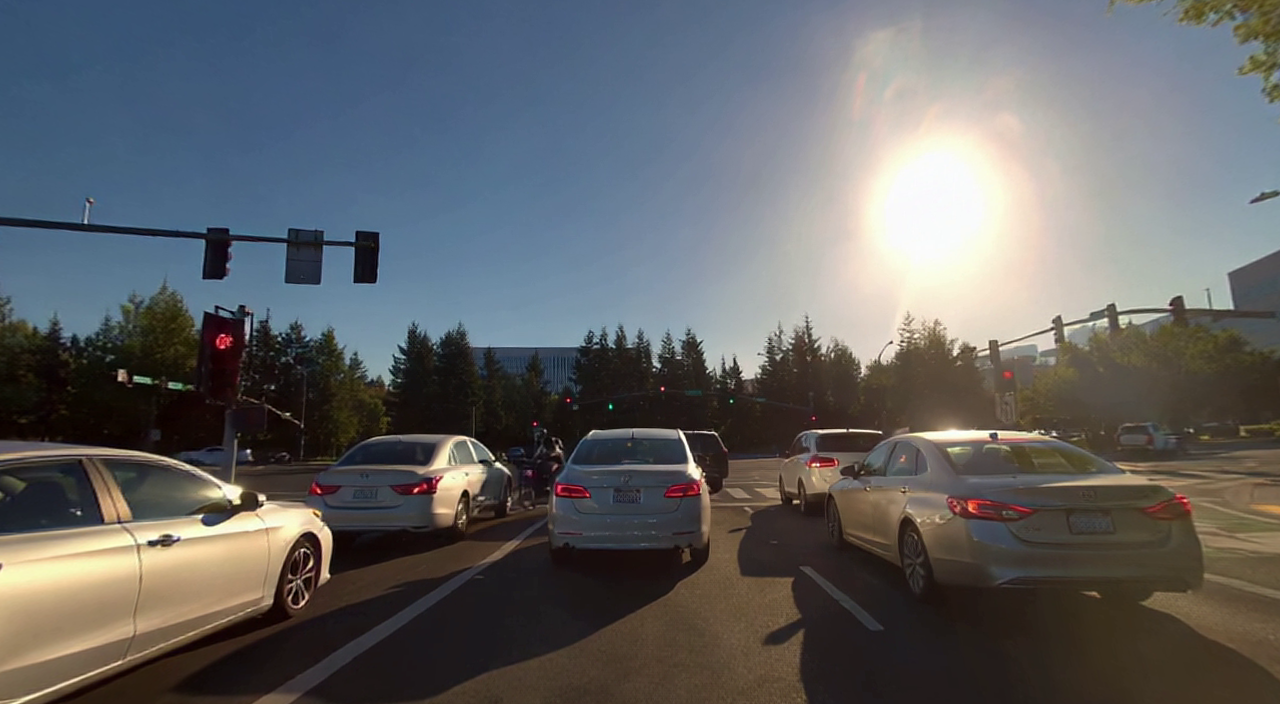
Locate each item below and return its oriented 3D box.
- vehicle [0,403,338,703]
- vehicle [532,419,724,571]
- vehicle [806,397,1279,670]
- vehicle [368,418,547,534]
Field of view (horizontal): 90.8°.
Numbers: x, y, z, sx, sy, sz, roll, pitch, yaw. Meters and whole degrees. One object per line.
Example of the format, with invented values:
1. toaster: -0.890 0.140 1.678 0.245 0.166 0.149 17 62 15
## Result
1. vehicle: -3.350 0.974 2.555 1.863 1.495 4.667 0 -8 1
2. vehicle: -0.104 1.848 8.873 2.106 1.655 3.717 0 -8 1
3. vehicle: 3.223 1.439 6.174 2.006 1.659 4.462 0 -8 0
4. vehicle: -3.203 2.277 12.208 2.048 1.805 4.405 0 -8 1
